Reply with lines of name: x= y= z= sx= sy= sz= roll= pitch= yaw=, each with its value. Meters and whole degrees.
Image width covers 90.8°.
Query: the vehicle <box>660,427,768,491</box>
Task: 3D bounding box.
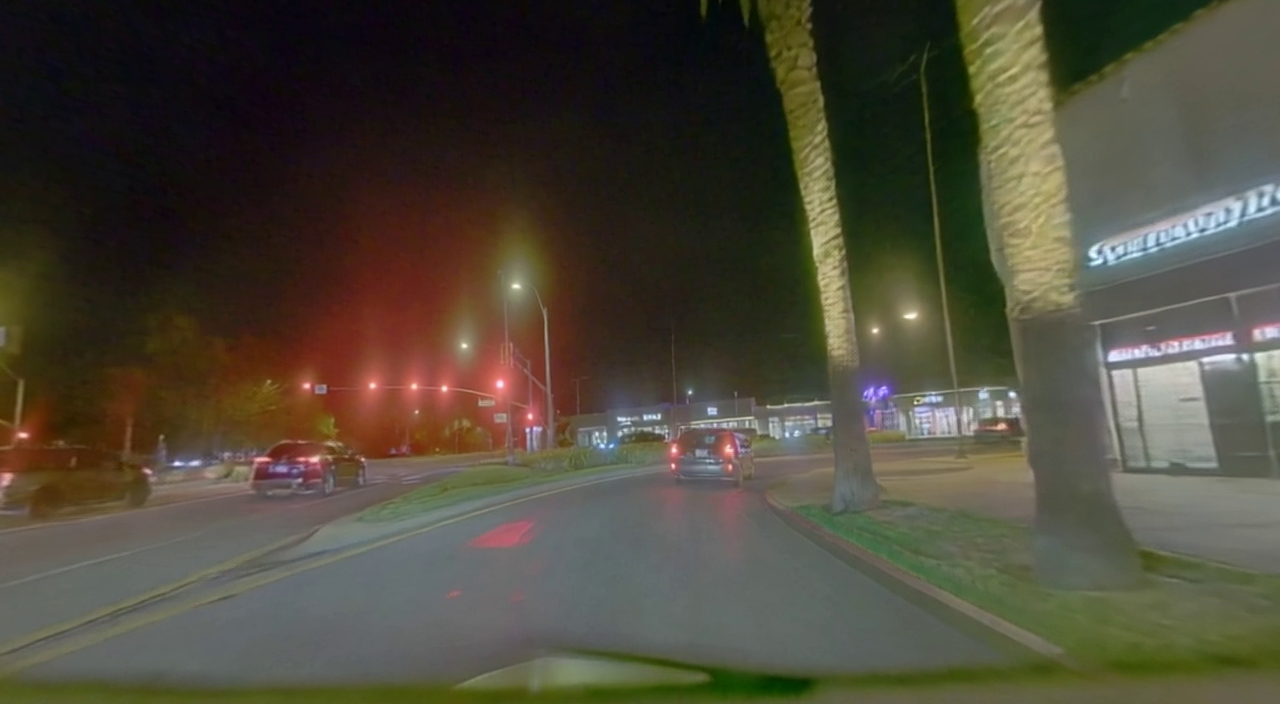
vehicle: x=2.170 y=2.865 z=17.216 sx=2.070 sy=1.493 sz=4.570 roll=-3 pitch=-9 yaw=17

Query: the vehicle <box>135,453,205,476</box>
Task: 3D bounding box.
vehicle: x=-34.533 y=8.277 z=46.611 sx=2.036 sy=1.526 sz=4.732 roll=1 pitch=-9 yaw=-8

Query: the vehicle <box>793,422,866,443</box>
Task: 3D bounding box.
vehicle: x=14.714 y=6.248 z=49.110 sx=4.981 sy=1.491 sz=1.922 roll=0 pitch=-10 yaw=-7

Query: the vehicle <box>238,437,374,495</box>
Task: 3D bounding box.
vehicle: x=-9.626 y=3.290 z=18.676 sx=1.912 sy=1.487 sz=4.471 roll=1 pitch=-9 yaw=-6

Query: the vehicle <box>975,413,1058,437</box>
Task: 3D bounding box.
vehicle: x=25.937 y=5.085 z=43.583 sx=4.458 sy=1.589 sz=2.044 roll=1 pitch=-8 yaw=-6

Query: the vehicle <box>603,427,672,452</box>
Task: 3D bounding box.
vehicle: x=-0.222 y=6.523 z=47.172 sx=4.757 sy=1.633 sz=1.932 roll=-1 pitch=-8 yaw=-10

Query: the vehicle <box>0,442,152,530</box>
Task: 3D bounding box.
vehicle: x=-12.047 y=2.522 z=12.298 sx=1.905 sy=1.482 sz=4.463 roll=1 pitch=-9 yaw=-7
